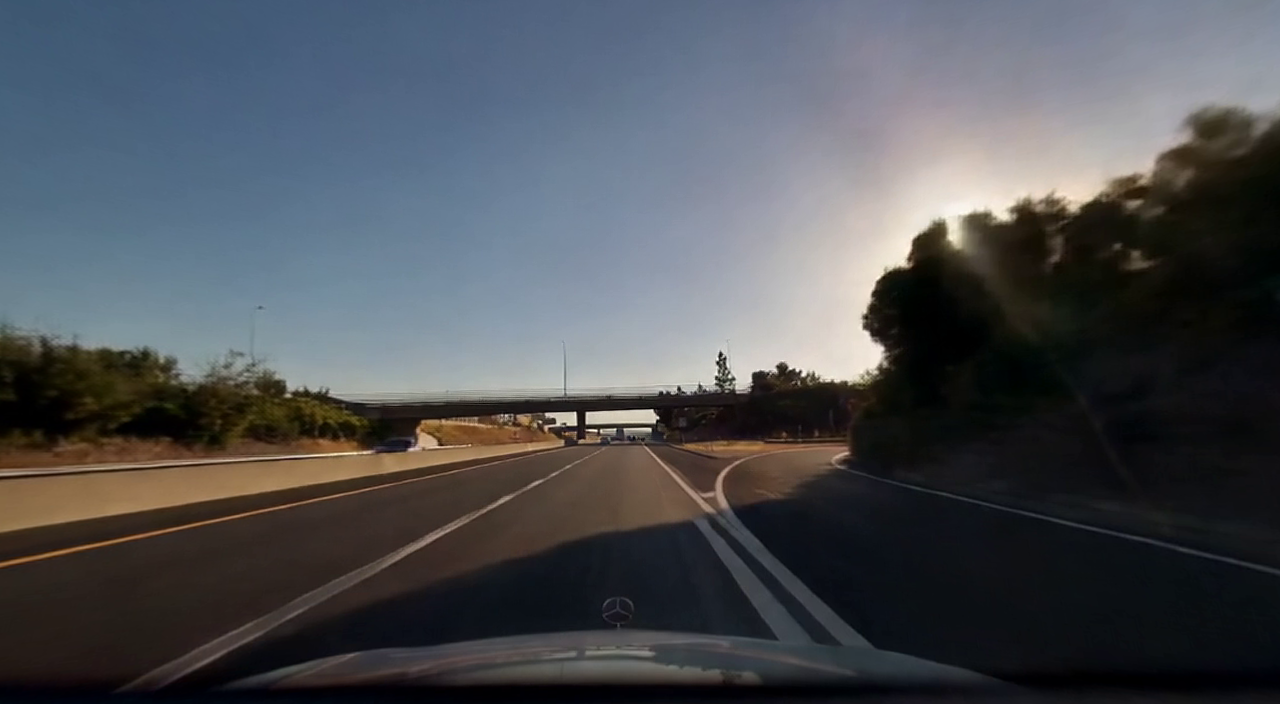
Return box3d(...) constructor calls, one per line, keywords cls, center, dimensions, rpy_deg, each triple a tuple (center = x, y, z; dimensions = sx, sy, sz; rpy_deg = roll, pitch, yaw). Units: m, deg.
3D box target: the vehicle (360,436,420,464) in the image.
box3d(cls="vehicle", center=(-17.599, 6.895, 44.568), dimensions=(2.126, 1.840, 5.293), rpy_deg=(0, -8, 0))
